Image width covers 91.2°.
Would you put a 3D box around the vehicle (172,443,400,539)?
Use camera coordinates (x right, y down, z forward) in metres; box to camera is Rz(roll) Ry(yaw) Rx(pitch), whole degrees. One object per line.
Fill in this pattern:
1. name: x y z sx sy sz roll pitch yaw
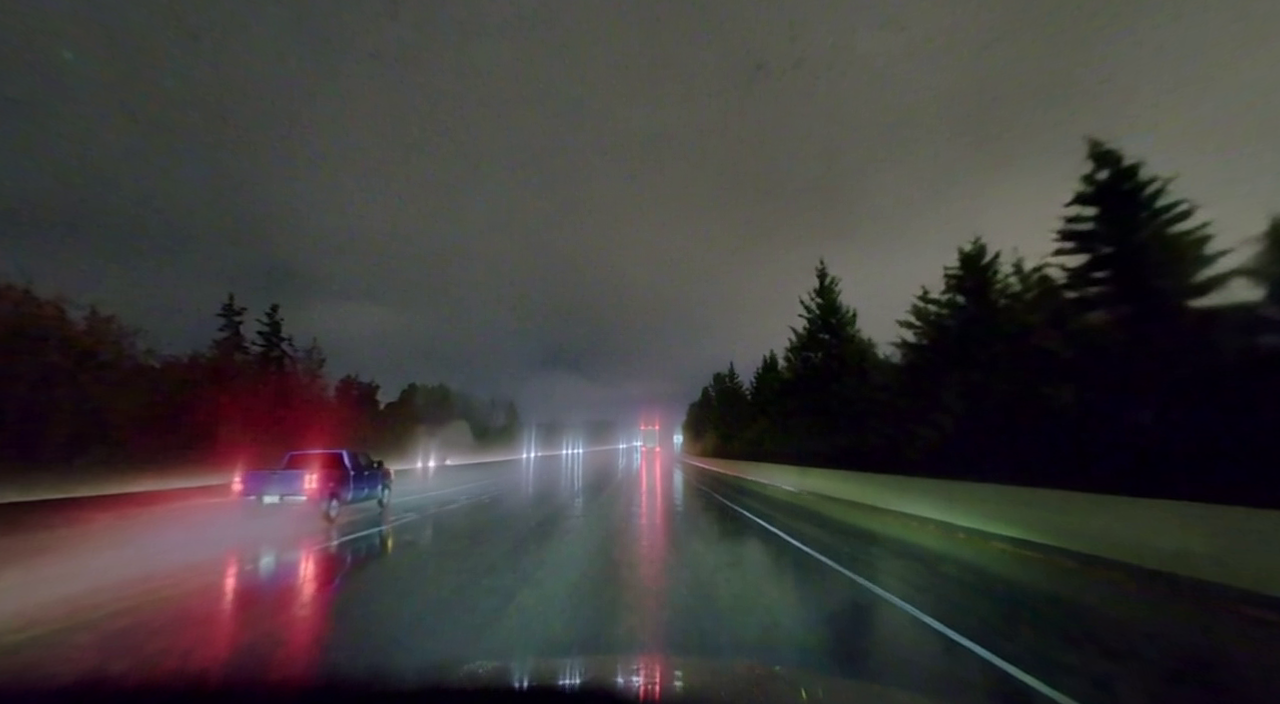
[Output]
1. vehicle: -6.611 2.601 12.419 1.956 1.538 4.318 0 -9 0
